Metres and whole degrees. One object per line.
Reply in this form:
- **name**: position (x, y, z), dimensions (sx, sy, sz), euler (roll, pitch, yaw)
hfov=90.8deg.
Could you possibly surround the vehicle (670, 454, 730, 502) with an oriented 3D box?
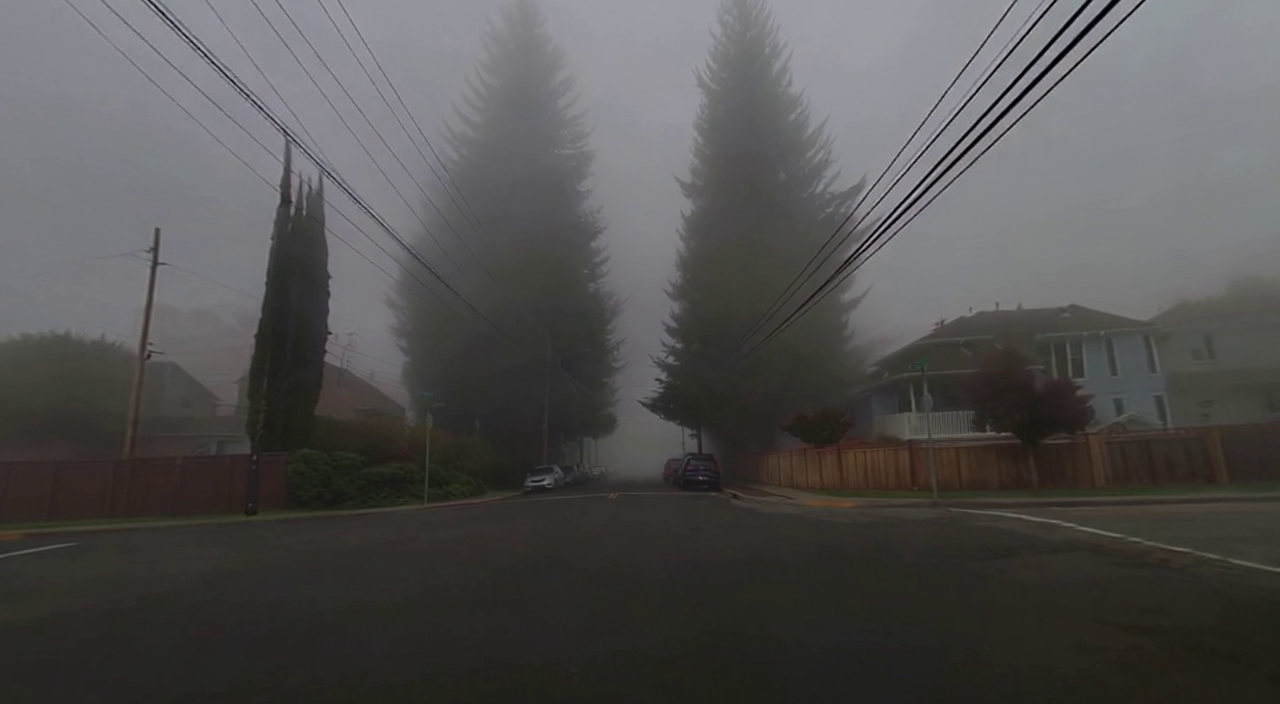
- **vehicle**: position (2.572, 5.524, 28.092), dimensions (2.051, 1.874, 4.459), euler (0, -8, -2)

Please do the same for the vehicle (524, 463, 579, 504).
- **vehicle**: position (-4.310, 6.499, 31.594), dimensions (2.189, 1.771, 4.571), euler (0, -9, -1)
